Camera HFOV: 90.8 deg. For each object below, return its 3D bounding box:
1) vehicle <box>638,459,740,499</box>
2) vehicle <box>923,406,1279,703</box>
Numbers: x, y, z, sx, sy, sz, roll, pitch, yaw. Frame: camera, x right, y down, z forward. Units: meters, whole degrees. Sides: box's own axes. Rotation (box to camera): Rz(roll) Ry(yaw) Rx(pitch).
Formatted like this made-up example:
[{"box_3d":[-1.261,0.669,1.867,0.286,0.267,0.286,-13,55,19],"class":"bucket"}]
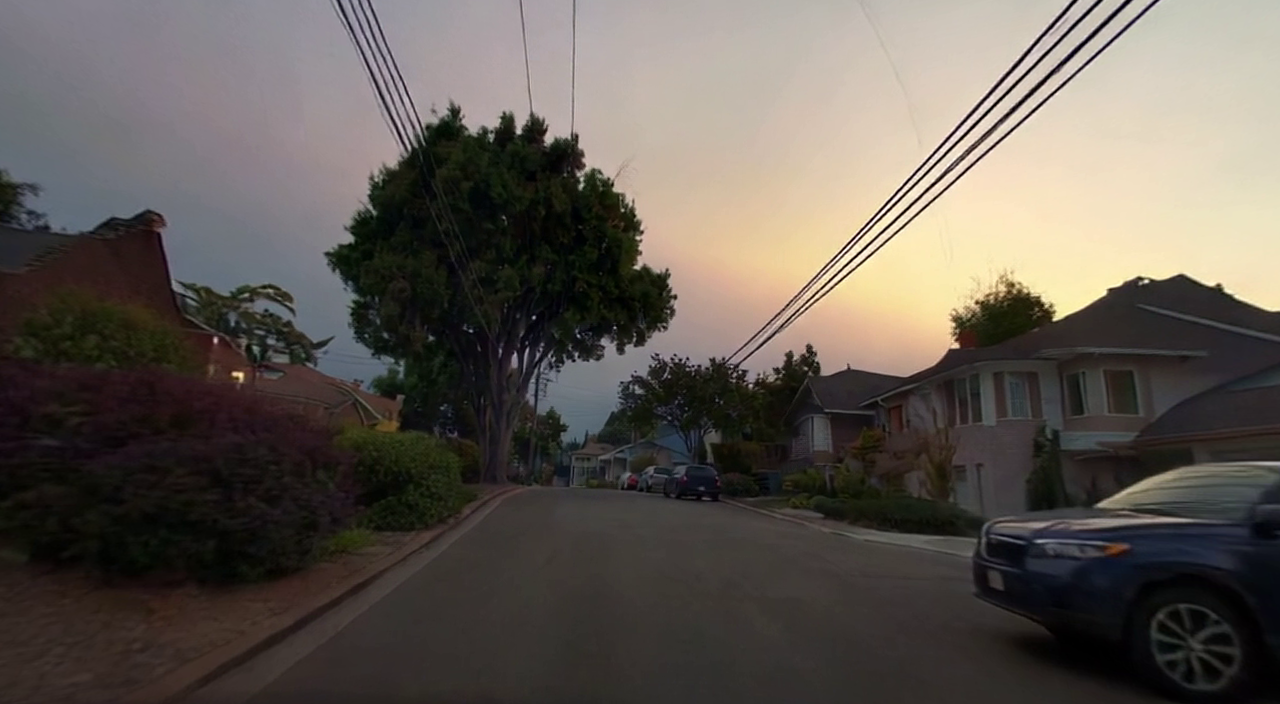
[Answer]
[{"box_3d":[2.222,5.881,29.487,4.413,1.728,1.869,1,-9,-10],"class":"vehicle"},{"box_3d":[4.989,1.610,4.980,4.501,1.678,2.078,7,-9,-1],"class":"vehicle"}]
